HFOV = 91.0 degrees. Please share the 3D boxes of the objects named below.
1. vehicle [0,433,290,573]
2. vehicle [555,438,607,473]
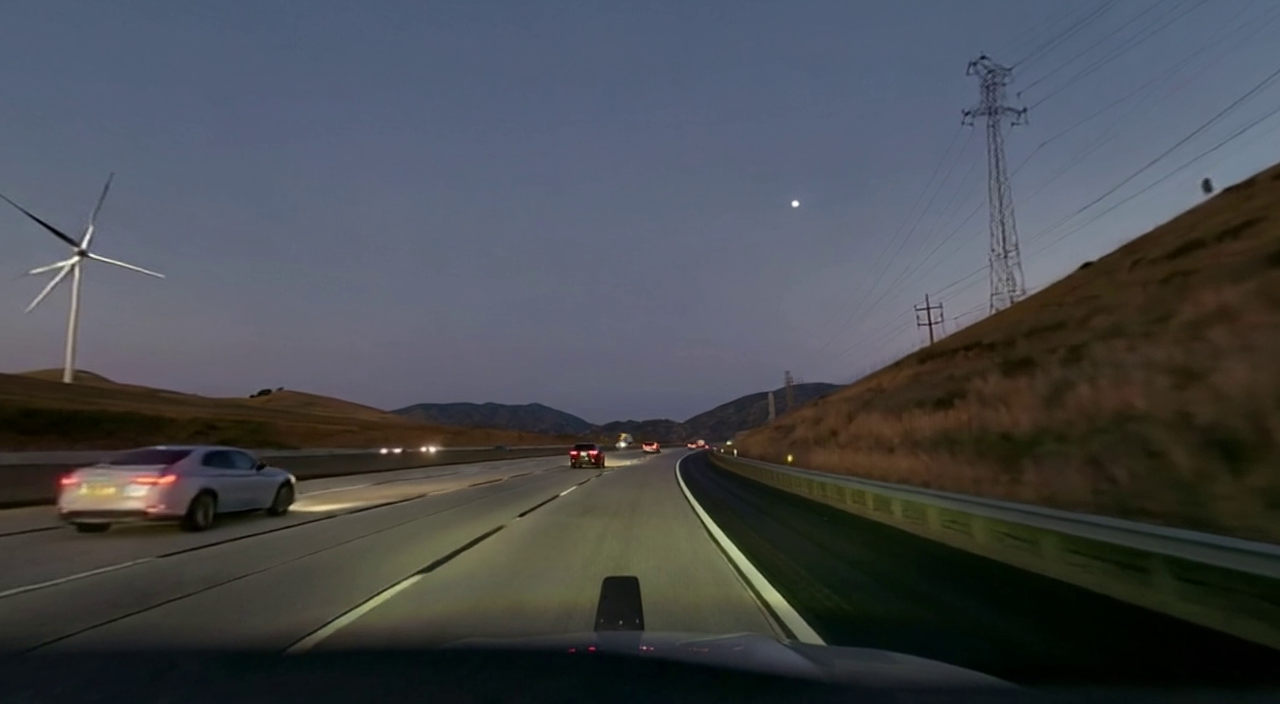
[{"bbox_3d":[-7.681,2.052,9.477,2.015,1.537,4.728,0,-9,2],"label":"vehicle"},{"bbox_3d":[-3.039,5.492,33.664,2.118,1.702,4.355,-1,-9,3],"label":"vehicle"}]
